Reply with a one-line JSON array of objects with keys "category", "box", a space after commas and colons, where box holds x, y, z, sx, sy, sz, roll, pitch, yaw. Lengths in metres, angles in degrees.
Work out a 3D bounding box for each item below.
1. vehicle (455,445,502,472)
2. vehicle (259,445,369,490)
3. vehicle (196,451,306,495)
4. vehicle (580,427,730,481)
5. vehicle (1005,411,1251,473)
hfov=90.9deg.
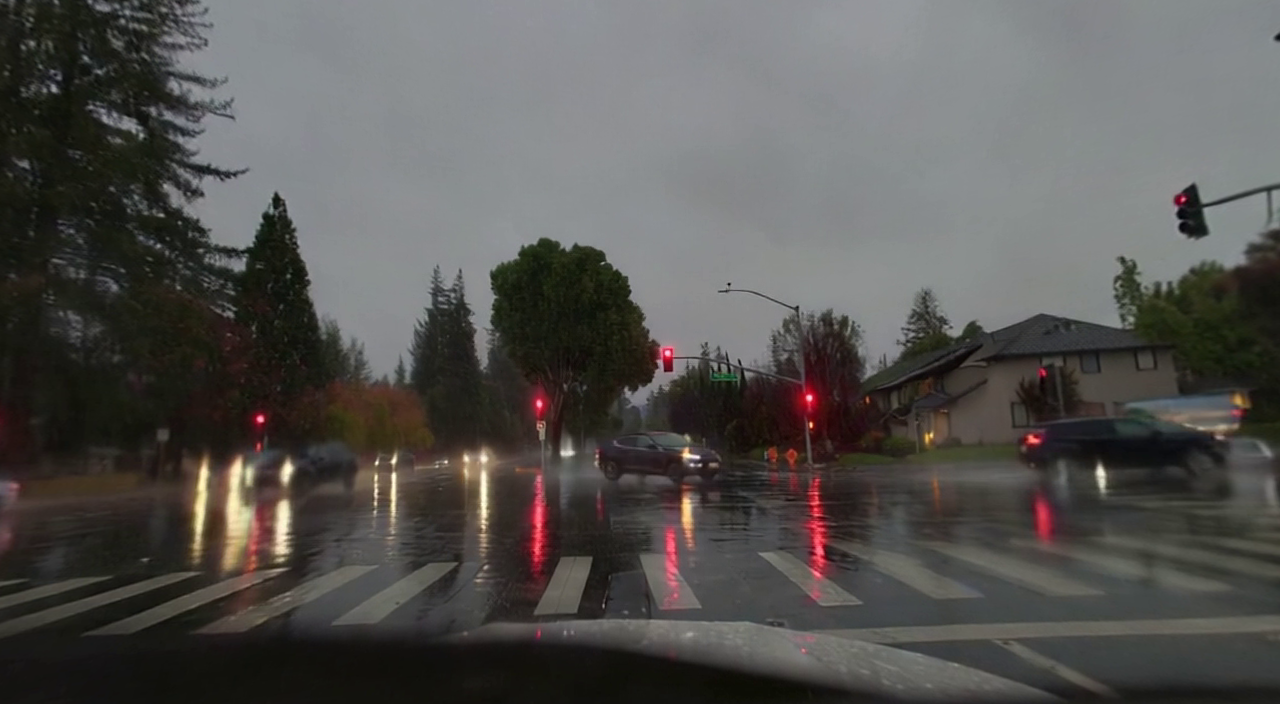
[{"category": "vehicle", "box": [-9.719, 6.412, 38.276, 2.017, 1.496, 4.749, 0, -9, -5]}, {"category": "vehicle", "box": [-14.164, 5.012, 27.795, 2.093, 1.769, 4.971, 0, -9, 1]}, {"category": "vehicle", "box": [-17.426, 5.402, 28.570, 2.006, 1.735, 4.591, 0, -9, 1]}, {"category": "vehicle", "box": [0.433, 3.685, 22.854, 5.188, 1.731, 2.191, -7, -11, 40]}, {"category": "vehicle", "box": [13.828, 2.608, 18.174, 5.217, 1.673, 2.006, -1, -9, 5]}]
